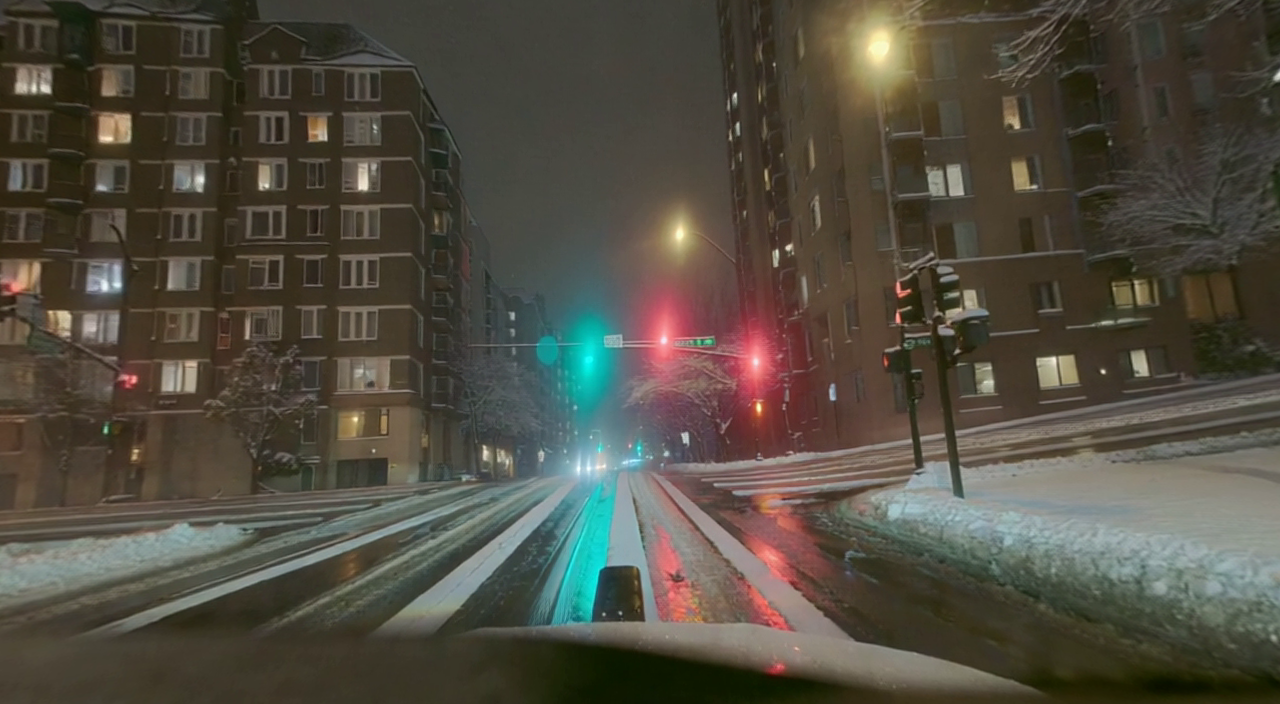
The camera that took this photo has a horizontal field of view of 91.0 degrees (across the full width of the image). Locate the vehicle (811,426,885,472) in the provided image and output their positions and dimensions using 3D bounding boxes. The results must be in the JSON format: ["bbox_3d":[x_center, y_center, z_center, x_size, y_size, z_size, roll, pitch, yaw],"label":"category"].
[{"bbox_3d":[15.115,7.134,46.343,2.948,3.071,7.295,0,-9,1],"label":"vehicle"}]

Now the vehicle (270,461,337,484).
[{"bbox_3d":[-24.668,8.817,46.284,3.882,1.600,1.768,0,-9,2],"label":"vehicle"}]
